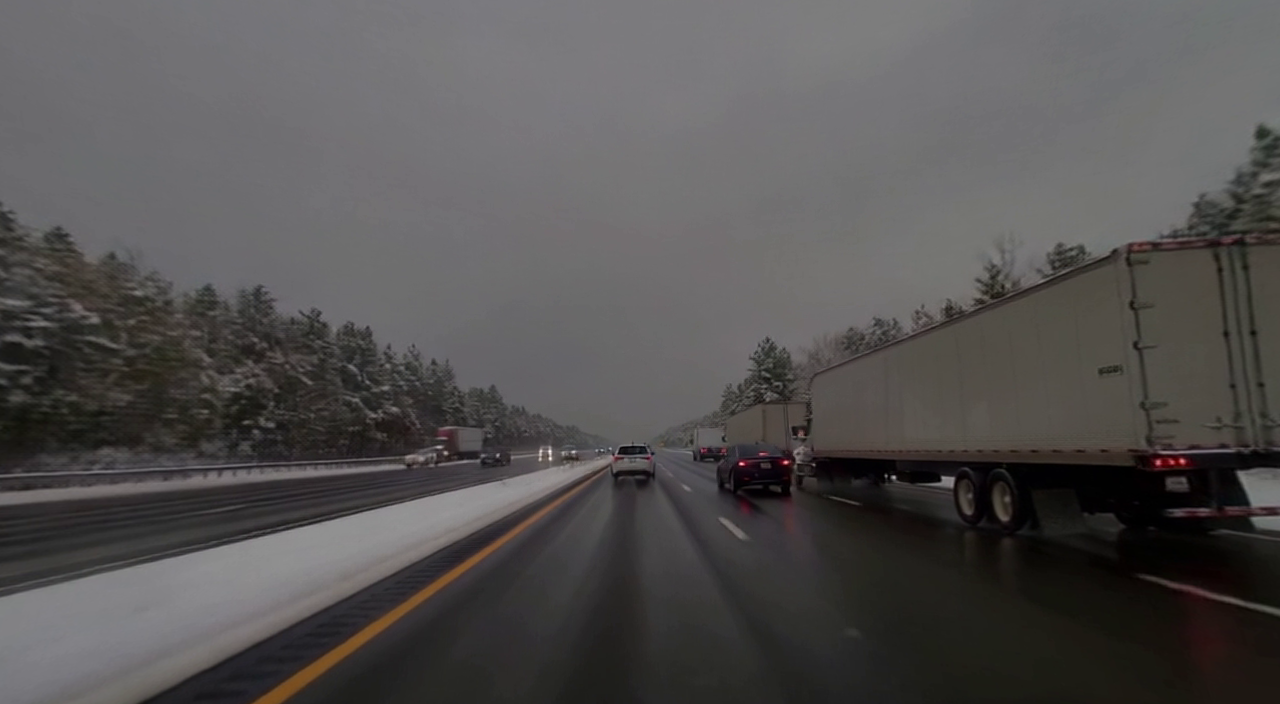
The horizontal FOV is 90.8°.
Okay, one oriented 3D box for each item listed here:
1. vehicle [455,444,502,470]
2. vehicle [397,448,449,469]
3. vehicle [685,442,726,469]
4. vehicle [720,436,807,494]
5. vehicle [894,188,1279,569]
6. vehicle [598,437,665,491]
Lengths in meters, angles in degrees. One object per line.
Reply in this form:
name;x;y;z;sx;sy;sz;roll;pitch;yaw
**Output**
vehicle;-11.280;7.354;44.287;2.074;1.655;4.124;-1;-9;2
vehicle;-15.674;7.723;45.826;1.932;1.433;4.529;-1;-9;3
vehicle;4.157;6.609;40.474;2.150;1.632;4.260;0;-9;0
vehicle;3.728;3.493;19.752;1.920;1.594;3.867;0;-9;-1
vehicle;7.604;0.829;10.877;2.823;4.063;8.485;0;-9;0
vehicle;-0.242;3.682;20.976;2.023;1.618;3.628;0;-9;0
